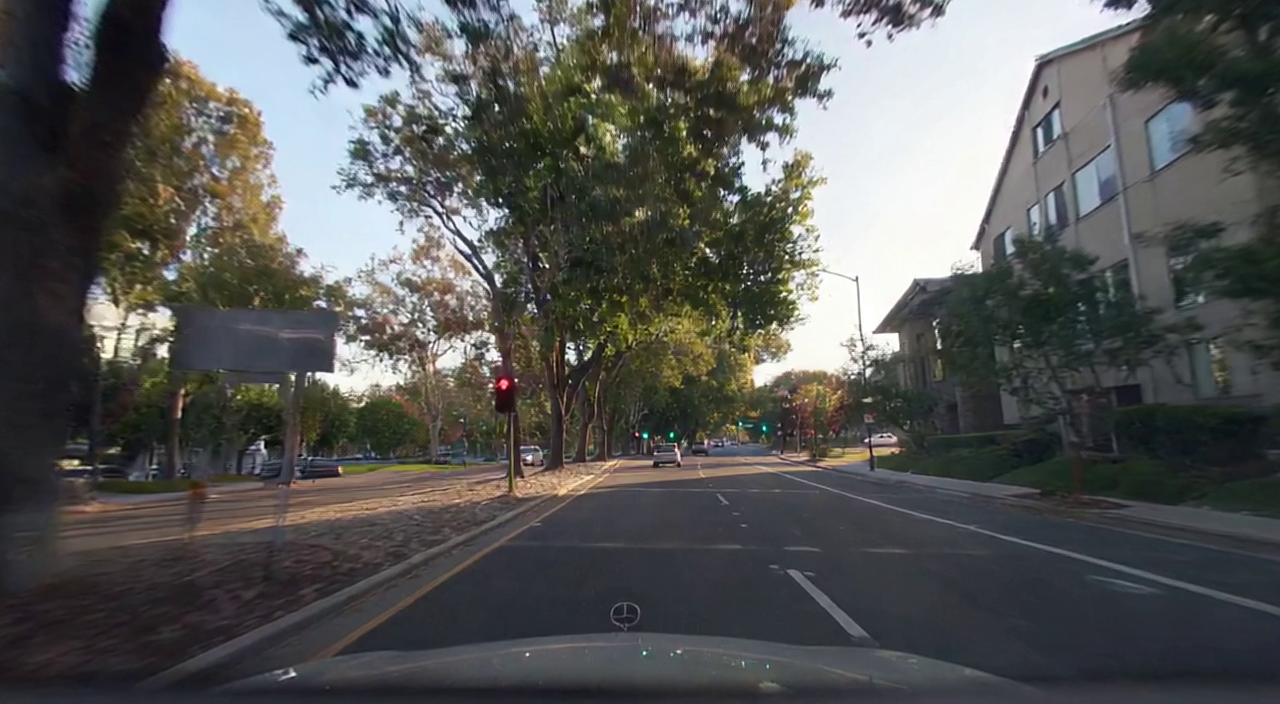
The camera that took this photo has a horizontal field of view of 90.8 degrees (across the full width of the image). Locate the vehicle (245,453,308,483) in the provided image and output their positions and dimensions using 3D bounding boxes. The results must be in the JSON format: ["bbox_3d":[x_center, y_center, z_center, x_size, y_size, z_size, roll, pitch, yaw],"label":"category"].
[{"bbox_3d":[-26.485,8.468,46.239,1.961,1.865,4.266,-5,-8,3],"label":"vehicle"}]

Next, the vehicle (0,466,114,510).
[{"bbox_3d":[-25.295,5.726,26.855,1.849,1.438,4.725,-3,-8,0],"label":"vehicle"}]

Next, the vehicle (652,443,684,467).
[{"bbox_3d":[2.010,7.206,44.383,2.037,1.568,3.693,-1,-9,5],"label":"vehicle"}]

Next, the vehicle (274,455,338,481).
[{"bbox_3d":[-23.796,8.280,45.258,1.956,1.637,4.323,-1,-9,5],"label":"vehicle"}]
